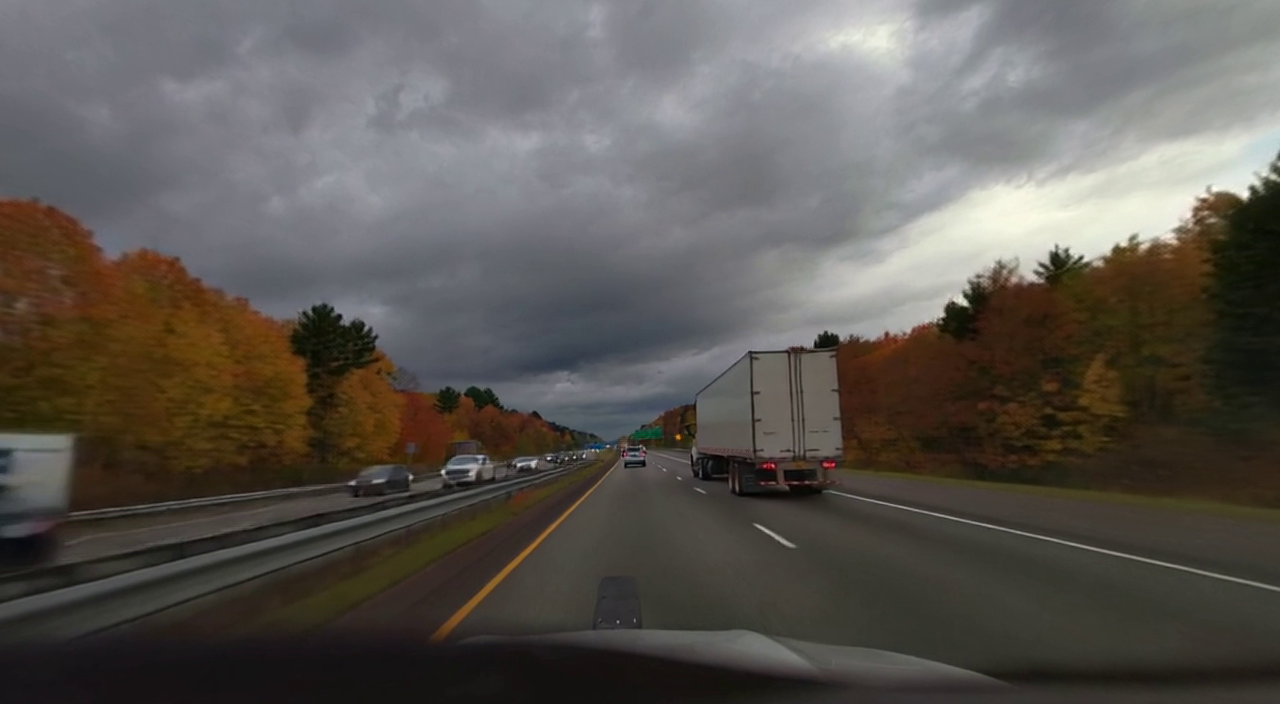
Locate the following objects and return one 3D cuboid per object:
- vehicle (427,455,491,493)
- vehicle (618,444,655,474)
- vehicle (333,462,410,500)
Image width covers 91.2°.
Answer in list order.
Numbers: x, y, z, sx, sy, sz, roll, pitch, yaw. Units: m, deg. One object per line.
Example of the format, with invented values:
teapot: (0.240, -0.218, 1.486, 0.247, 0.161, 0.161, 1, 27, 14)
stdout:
vehicle: (-8.954, 6.022, 31.319, 1.967, 1.682, 4.187, -1, -9, 0)
vehicle: (-0.231, 6.683, 39.352, 2.168, 1.705, 4.272, -1, -9, -1)
vehicle: (-12.614, 6.063, 29.724, 1.889, 1.569, 4.097, -1, -9, 0)
